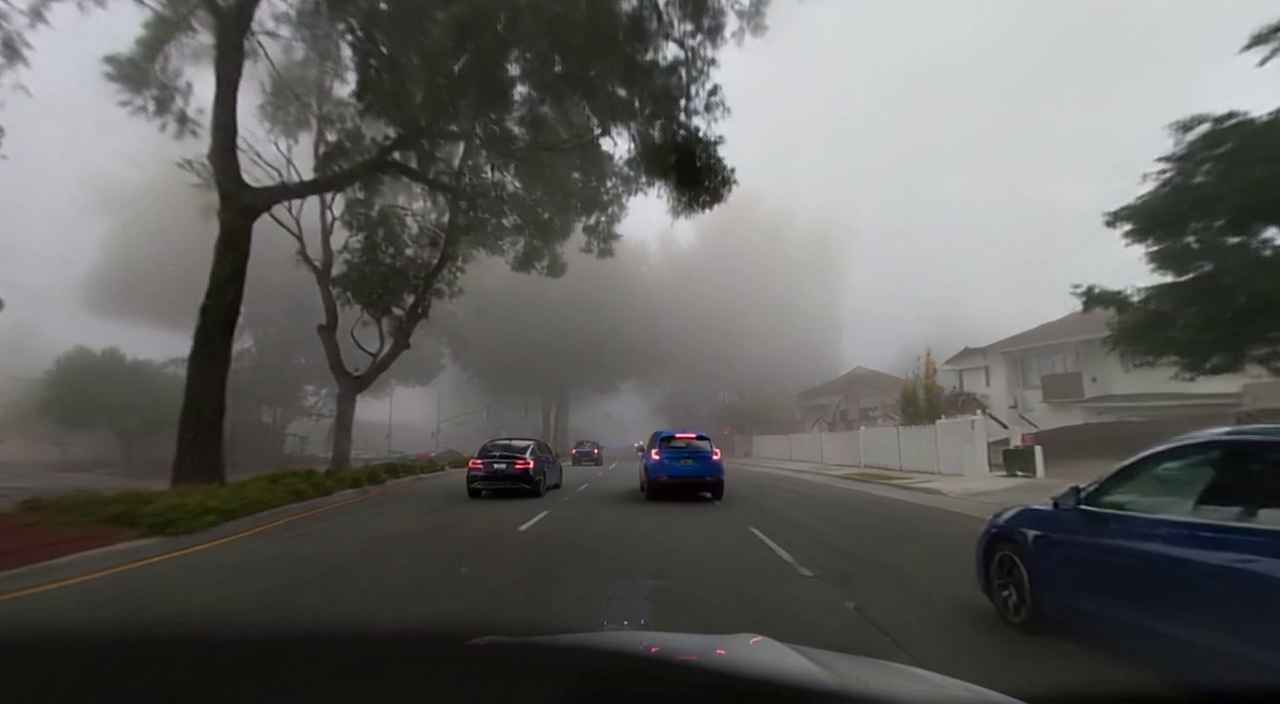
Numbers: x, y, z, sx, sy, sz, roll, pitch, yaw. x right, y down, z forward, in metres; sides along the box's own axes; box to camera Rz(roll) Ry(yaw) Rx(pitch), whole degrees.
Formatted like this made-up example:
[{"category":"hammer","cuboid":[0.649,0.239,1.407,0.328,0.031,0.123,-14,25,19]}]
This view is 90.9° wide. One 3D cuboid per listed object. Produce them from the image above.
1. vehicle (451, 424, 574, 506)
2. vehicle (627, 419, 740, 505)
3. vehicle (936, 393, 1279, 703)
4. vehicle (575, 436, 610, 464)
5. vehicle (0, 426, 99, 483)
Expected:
[{"category":"vehicle","cuboid":[-2.900,2.696,15.512,2.043,1.687,4.676,0,-8,0]},{"category":"vehicle","cuboid":[0.858,2.598,15.247,2.280,1.747,4.361,0,-8,-2]},{"category":"vehicle","cuboid":[3.576,0.998,3.080,2.017,1.491,4.611,0,-8,0]},{"category":"vehicle","cuboid":[-3.136,6.643,42.787,2.014,1.755,4.360,0,-8,0]},{"category":"vehicle","cuboid":[-40.220,6.530,40.158,7.956,3.489,2.844,3,-9,-22]}]
